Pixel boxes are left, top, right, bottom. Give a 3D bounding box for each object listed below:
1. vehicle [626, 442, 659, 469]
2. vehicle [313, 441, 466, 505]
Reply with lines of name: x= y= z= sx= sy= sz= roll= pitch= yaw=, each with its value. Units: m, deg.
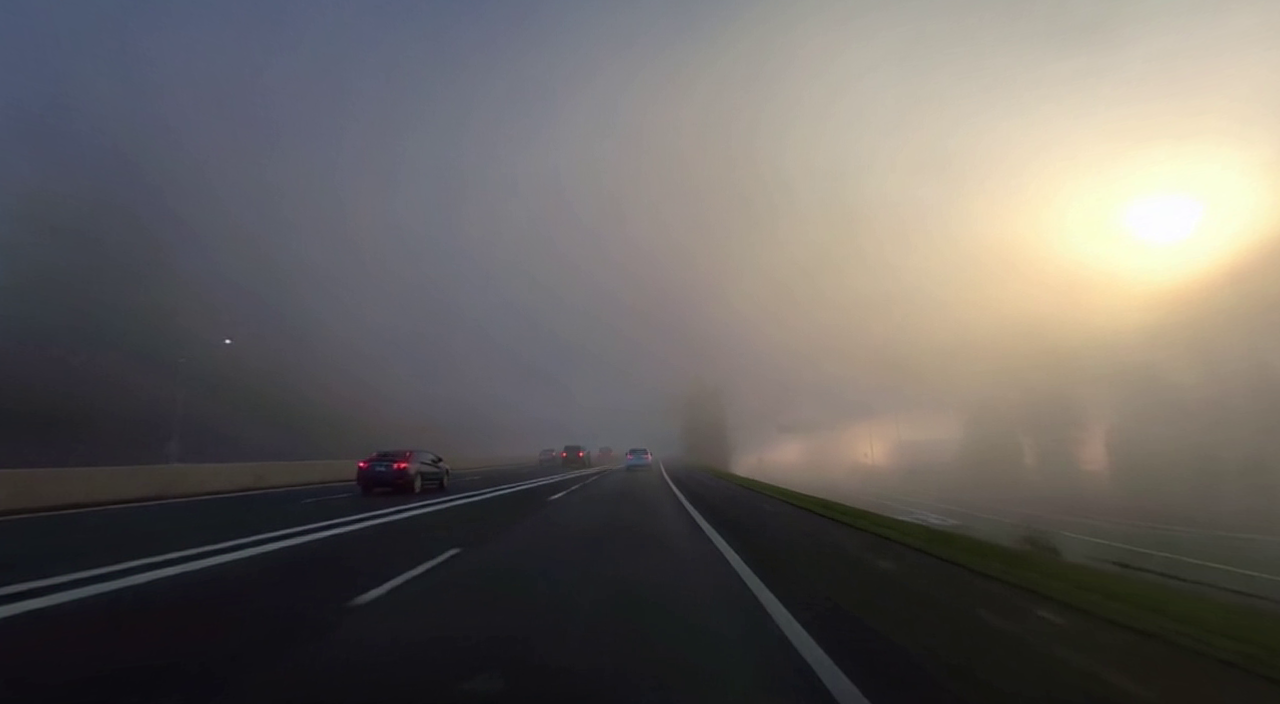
vehicle: x=0.260 y=7.265 z=44.579 sx=2.179 sy=1.742 sz=4.396 roll=-1 pitch=-8 yaw=2
vehicle: x=-6.881 y=3.357 z=18.119 sx=2.102 sy=1.562 sz=4.884 roll=-1 pitch=-8 yaw=4
